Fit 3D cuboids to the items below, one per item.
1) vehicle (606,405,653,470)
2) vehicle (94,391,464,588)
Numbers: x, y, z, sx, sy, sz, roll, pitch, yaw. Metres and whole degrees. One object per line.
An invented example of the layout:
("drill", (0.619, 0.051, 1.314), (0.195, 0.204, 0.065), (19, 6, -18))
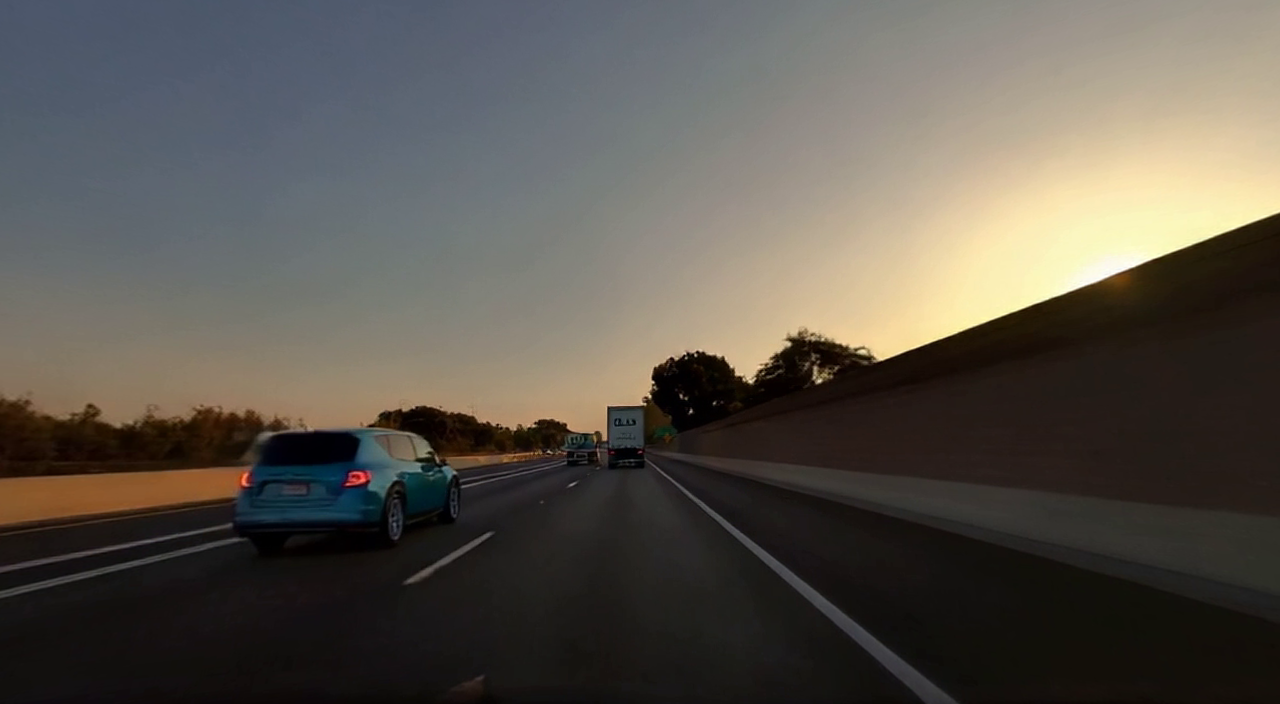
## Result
("vehicle", (-0.726, 6.088, 44.125), (2.923, 4.007, 9.760), (0, -9, -1))
("vehicle", (-4.305, 1.760, 8.883), (2.226, 1.935, 5.130), (0, -9, -1))
